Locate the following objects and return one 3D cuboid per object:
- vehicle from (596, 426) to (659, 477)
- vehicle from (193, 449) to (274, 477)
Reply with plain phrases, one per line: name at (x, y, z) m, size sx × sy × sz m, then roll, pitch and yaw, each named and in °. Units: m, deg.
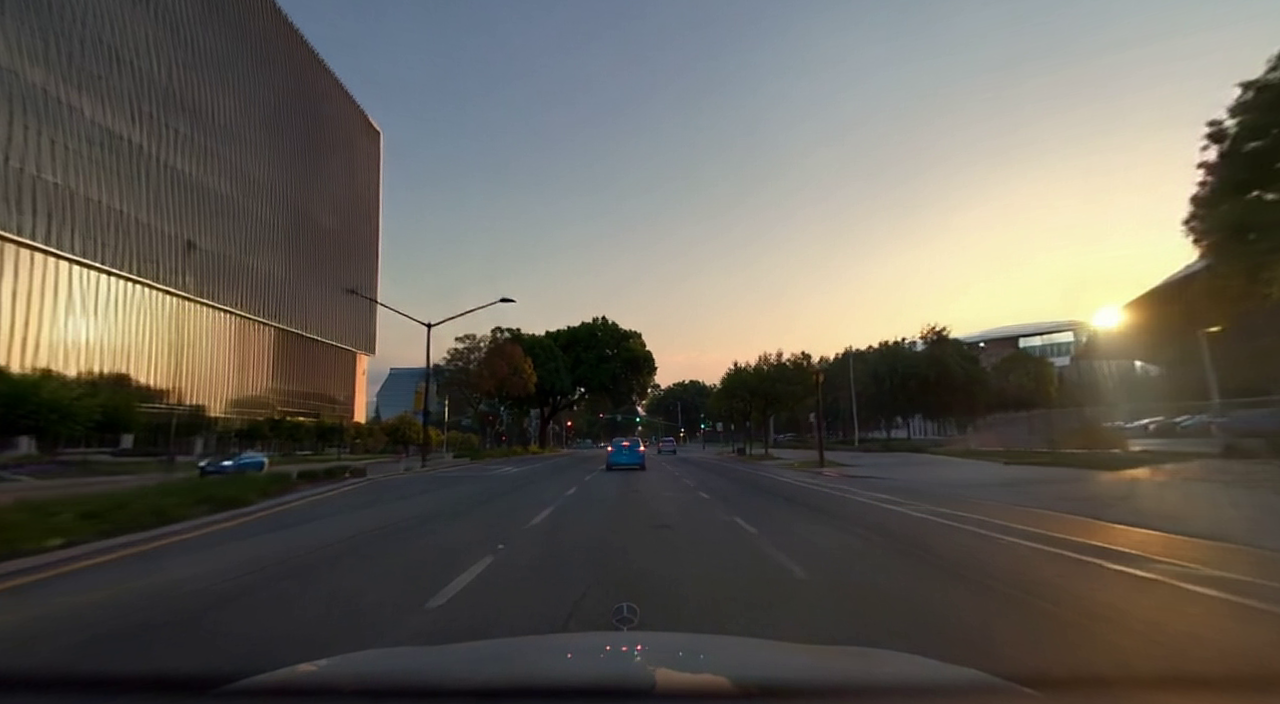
vehicle at (-0.478, 3.992, 25.485) m, size 2.313 × 1.860 × 4.319 m, roll 0°, pitch -8°, yaw -1°
vehicle at (-23.639, 6.466, 36.931) m, size 1.867 × 1.469 × 4.243 m, roll -1°, pitch -9°, yaw 0°
